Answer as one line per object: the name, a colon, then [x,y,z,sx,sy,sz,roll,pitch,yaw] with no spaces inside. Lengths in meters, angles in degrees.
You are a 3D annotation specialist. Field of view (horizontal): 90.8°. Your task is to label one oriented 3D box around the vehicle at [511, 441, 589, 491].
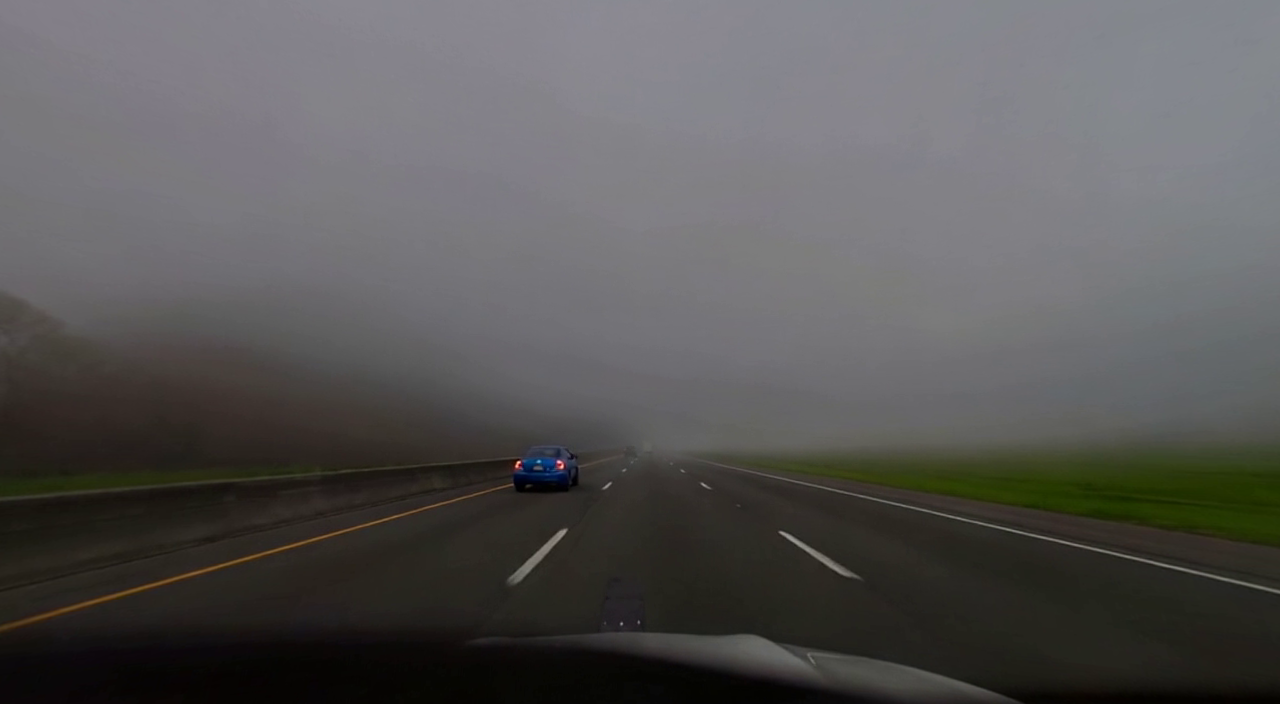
vehicle: [-2.951,3.846,21.583,1.945,1.537,4.294,0,-9,1]
